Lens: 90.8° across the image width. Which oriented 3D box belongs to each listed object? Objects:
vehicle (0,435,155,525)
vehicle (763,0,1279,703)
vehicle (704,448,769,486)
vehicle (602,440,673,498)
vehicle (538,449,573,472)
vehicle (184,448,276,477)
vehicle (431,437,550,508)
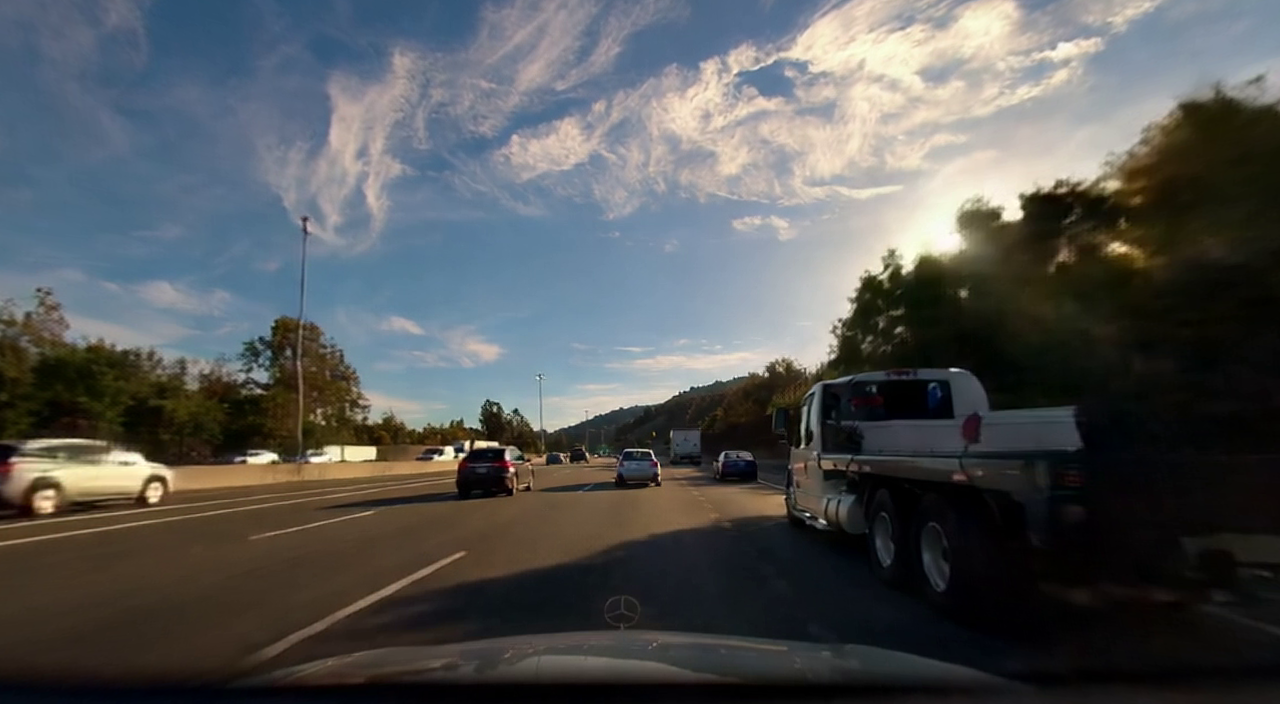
[{"bbox_3d":[-13.610,2.769,14.058,1.946,1.773,4.446,0,-9,2],"label":"vehicle"},{"bbox_3d":[3.738,0.662,7.099,2.836,3.508,8.723,0,-9,0],"label":"vehicle"},{"bbox_3d":[4.187,5.059,28.182,2.146,1.482,4.665,0,-9,0],"label":"vehicle"},{"bbox_3d":[-0.021,3.831,21.145,2.103,1.717,4.399,0,-9,1],"label":"vehicle"},{"bbox_3d":[-6.364,8.239,48.058,1.958,1.633,4.568,0,-9,2],"label":"vehicle"},{"bbox_3d":[-26.477,7.118,41.085,2.207,1.712,5.297,-1,-9,3],"label":"vehicle"},{"bbox_3d":[-3.945,3.259,17.624,1.988,1.696,4.754,0,-9,2],"label":"vehicle"}]
